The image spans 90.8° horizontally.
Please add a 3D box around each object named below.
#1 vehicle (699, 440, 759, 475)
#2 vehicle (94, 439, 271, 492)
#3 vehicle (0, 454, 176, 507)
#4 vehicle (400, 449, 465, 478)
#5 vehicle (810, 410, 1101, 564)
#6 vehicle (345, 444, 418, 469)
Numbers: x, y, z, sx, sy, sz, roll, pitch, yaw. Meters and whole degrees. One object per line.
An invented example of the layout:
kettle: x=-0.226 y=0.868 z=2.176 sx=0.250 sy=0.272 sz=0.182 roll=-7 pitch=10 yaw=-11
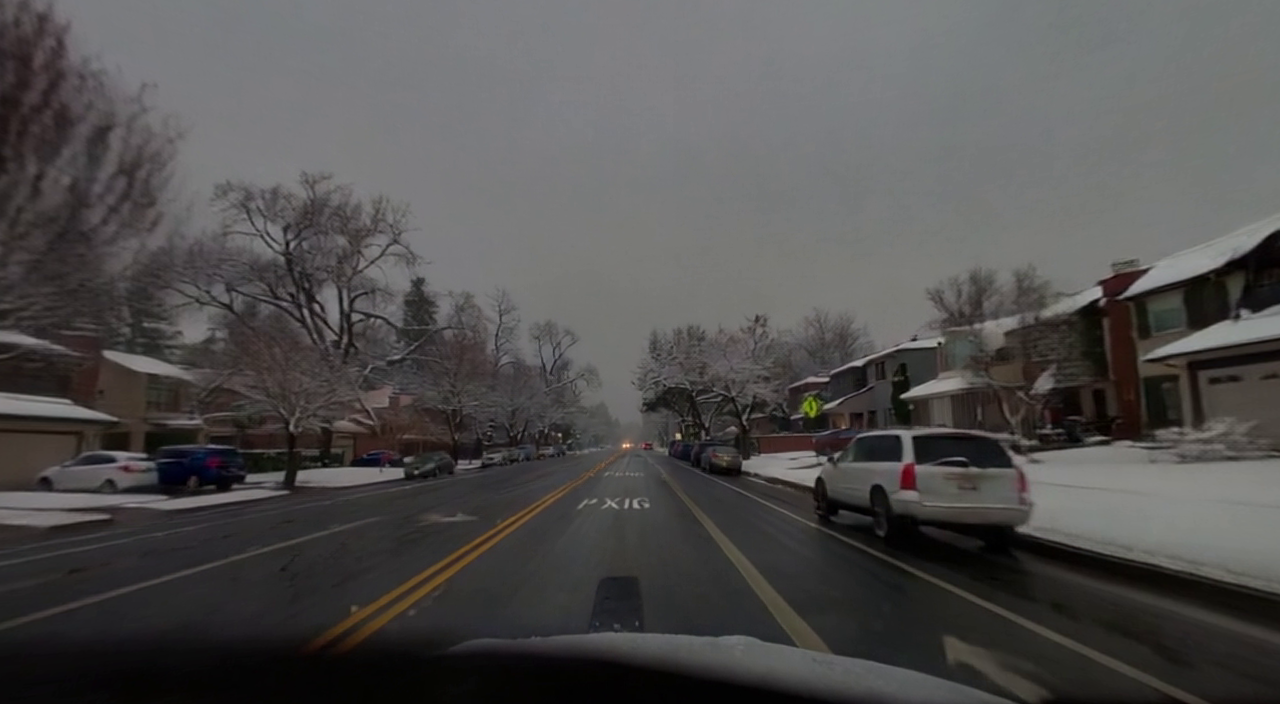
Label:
vehicle: x=4.142 y=5.018 z=30.257 sx=1.920 sy=1.541 sz=4.709 roll=0 pitch=-9 yaw=-4
vehicle: x=-17.792 y=4.387 z=24.675 sx=5.764 sy=1.898 sz=2.201 roll=-2 pitch=-9 yaw=12
vehicle: x=-17.935 y=3.992 z=19.798 sx=5.211 sy=1.482 sz=1.948 roll=0 pitch=-9 yaw=0
vehicle: x=-11.745 y=6.318 z=36.147 sx=2.079 sy=1.509 sz=4.591 roll=-1 pitch=-9 yaw=1
vehicle: x=4.267 y=1.900 z=9.609 sx=2.027 sy=1.751 sz=4.433 roll=0 pitch=-9 yaw=-1
vehicle: x=-18.162 y=7.345 z=44.481 sx=4.310 sy=1.705 sz=1.905 roll=-1 pitch=-9 yaw=3
